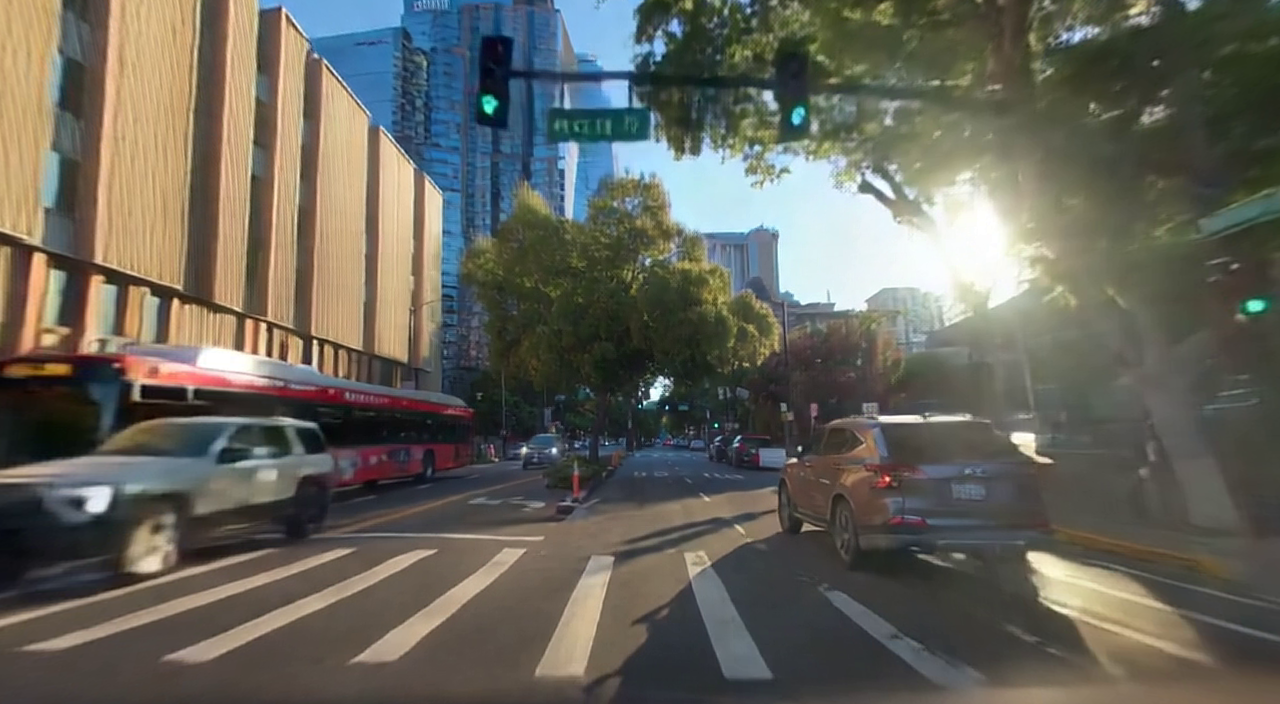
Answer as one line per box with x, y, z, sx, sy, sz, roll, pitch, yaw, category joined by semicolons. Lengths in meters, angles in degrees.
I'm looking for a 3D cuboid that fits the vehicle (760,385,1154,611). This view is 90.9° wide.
3.136;1.588;7.983;2.118;1.848;5.426;0;-8;-1;vehicle

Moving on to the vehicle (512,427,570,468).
-4.897;4.799;31.852;2.030;1.881;4.994;0;-8;1;vehicle

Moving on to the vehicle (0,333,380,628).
-5.351;1.314;7.383;2.304;2.208;5.200;0;-8;1;vehicle
